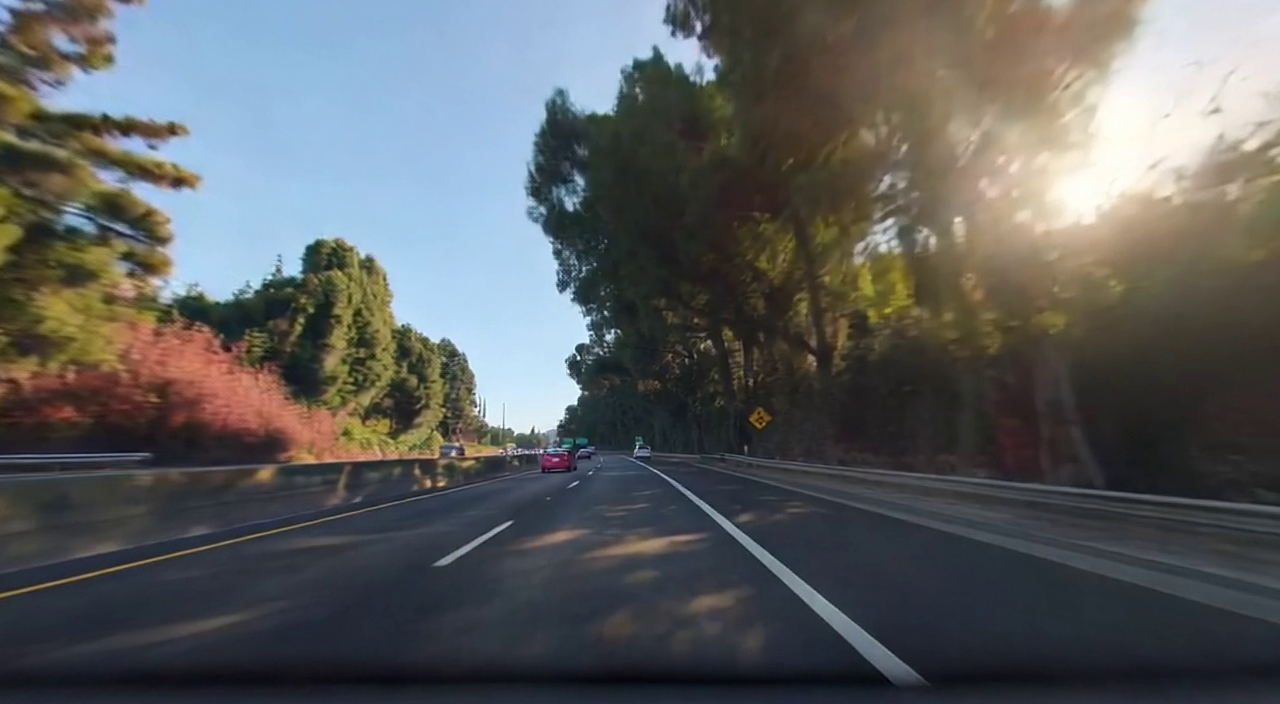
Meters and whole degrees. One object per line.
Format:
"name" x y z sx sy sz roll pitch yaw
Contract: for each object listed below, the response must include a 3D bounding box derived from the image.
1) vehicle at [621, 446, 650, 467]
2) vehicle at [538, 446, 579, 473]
"vehicle" -0.358 7.638 46.256 2.031 1.483 3.417 0 -9 -3
"vehicle" -4.992 6.643 39.276 1.957 1.499 4.965 0 -9 -1
